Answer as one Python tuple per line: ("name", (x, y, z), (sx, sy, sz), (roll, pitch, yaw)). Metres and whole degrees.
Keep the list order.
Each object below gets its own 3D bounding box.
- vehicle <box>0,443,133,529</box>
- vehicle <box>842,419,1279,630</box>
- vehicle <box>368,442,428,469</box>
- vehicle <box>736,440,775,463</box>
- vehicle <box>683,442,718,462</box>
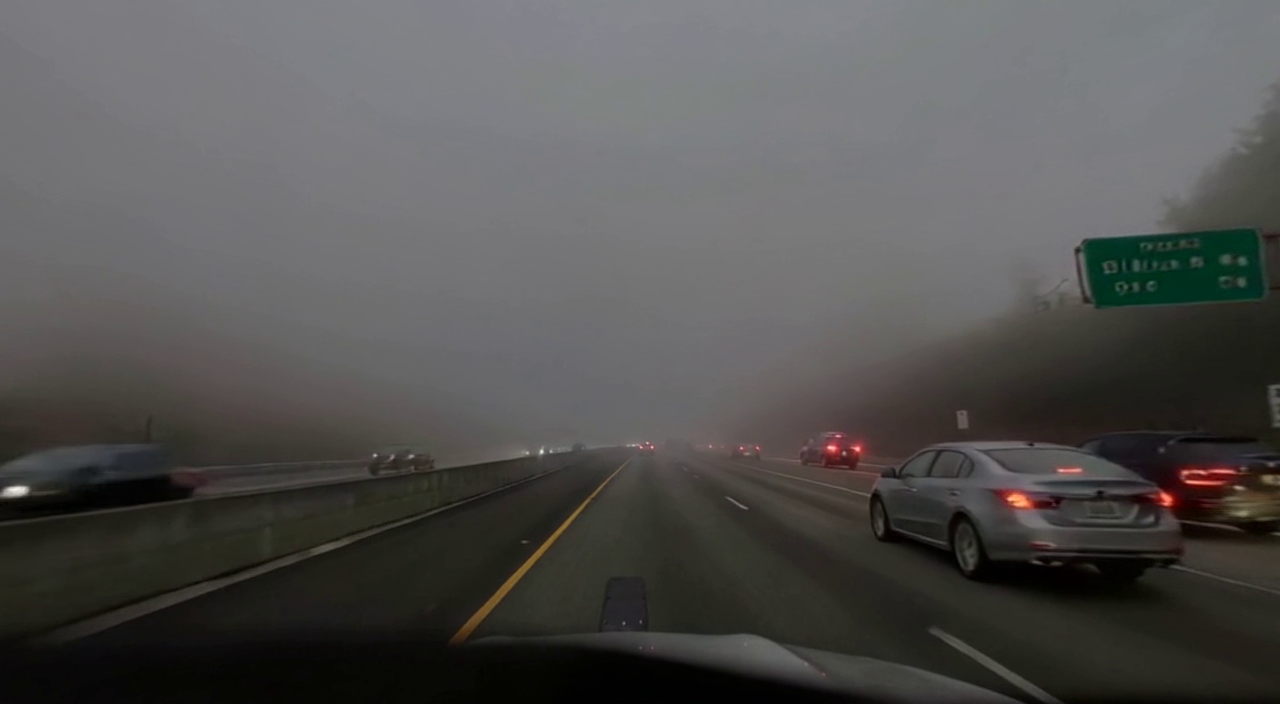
("vehicle", (-12.855, 2.634, 12.669), (1.875, 1.591, 4.102), (0, -8, 0))
("vehicle", (4.224, 1.599, 7.075), (2.223, 1.483, 5.075), (0, -8, 0))
("vehicle", (-17.032, 7.317, 44.698), (2.209, 1.774, 4.989), (0, -8, 0))
("vehicle", (8.120, 7.045, 44.794), (1.919, 1.476, 4.303), (0, -8, -1))
("vehicle", (4.544, 7.553, 47.980), (2.118, 1.438, 4.312), (0, -8, -1))
